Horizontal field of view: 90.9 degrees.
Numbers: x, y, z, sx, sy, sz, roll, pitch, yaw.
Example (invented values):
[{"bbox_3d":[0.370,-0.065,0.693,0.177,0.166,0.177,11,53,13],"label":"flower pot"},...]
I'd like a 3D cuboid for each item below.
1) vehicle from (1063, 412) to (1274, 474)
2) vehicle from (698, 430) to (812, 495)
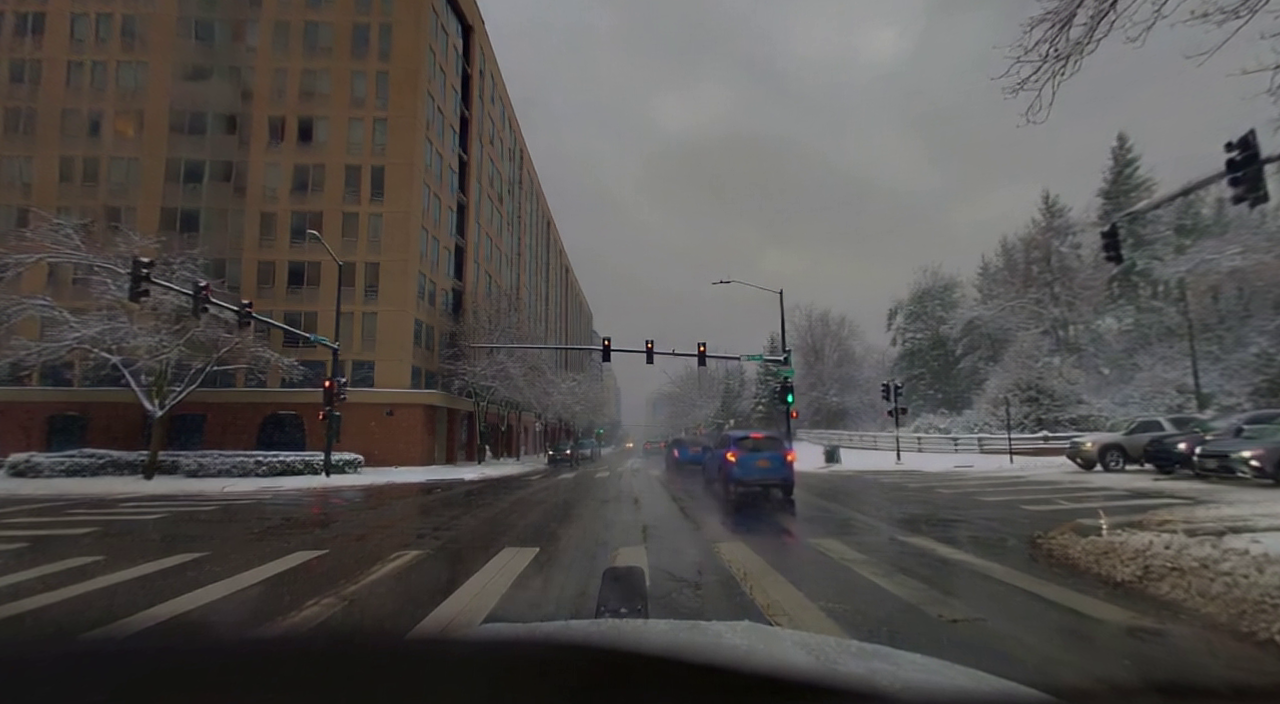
[{"bbox_3d":[16.900,2.940,20.406,4.802,1.860,2.146,0,-8,1],"label":"vehicle"},{"bbox_3d":[2.837,2.848,16.642,2.039,1.470,4.355,0,-8,-2],"label":"vehicle"}]
